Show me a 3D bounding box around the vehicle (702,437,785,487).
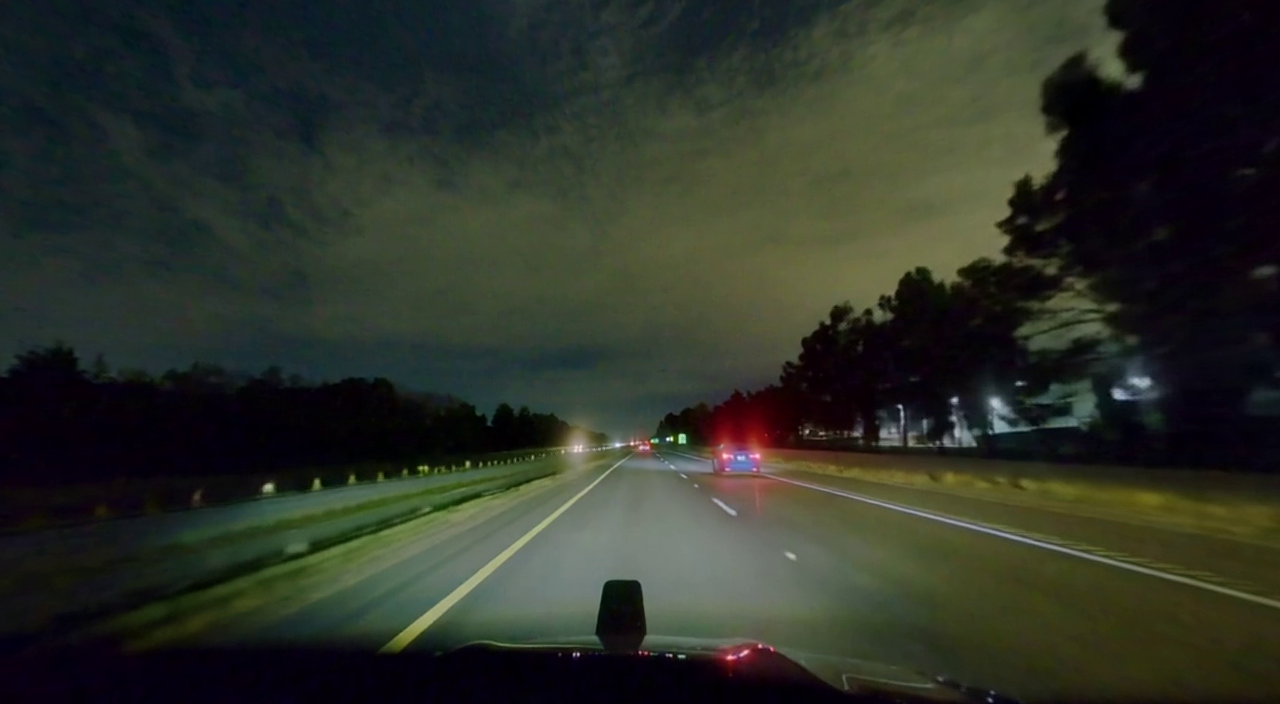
[{"bbox_3d":[3.440,3.739,21.702,2.079,1.531,3.997,0,-8,-1],"label":"vehicle"}]
